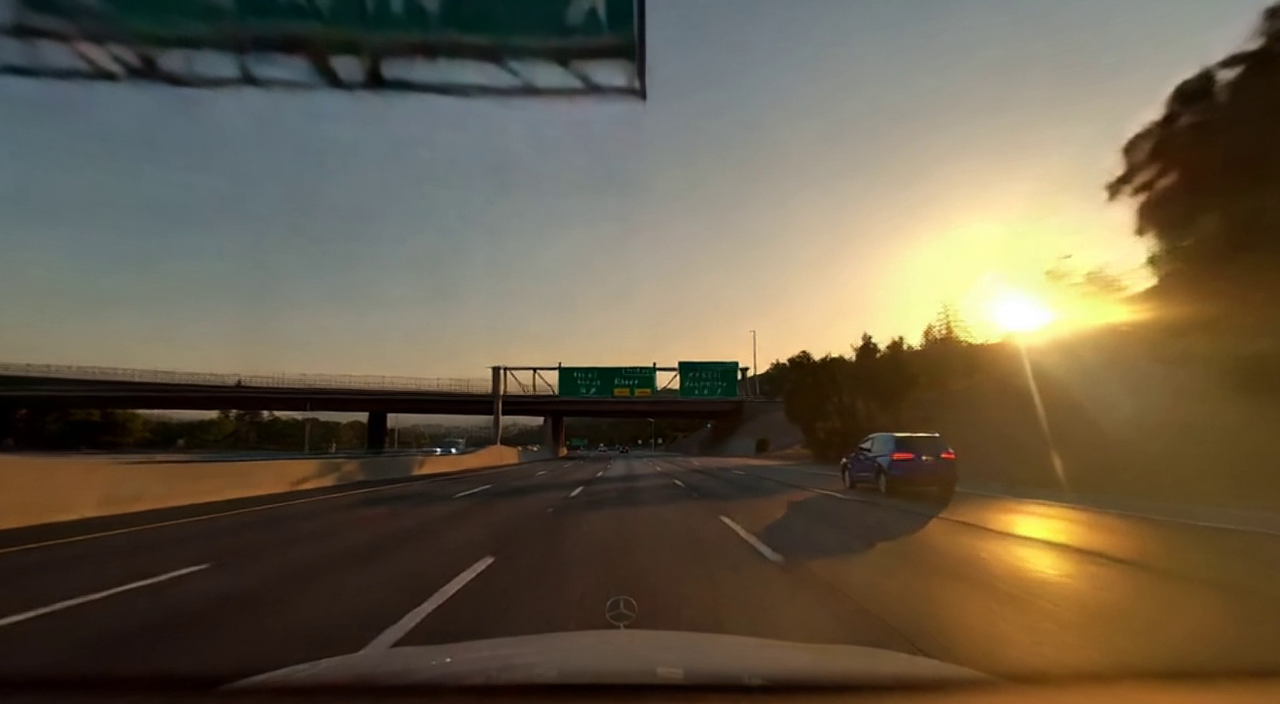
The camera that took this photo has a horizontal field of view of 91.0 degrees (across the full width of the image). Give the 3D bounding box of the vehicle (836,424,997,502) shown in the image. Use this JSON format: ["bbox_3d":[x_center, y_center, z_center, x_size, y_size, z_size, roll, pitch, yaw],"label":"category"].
[{"bbox_3d":[6.846,2.801,16.256,2.091,1.711,4.383,0,-9,-1],"label":"vehicle"}]
